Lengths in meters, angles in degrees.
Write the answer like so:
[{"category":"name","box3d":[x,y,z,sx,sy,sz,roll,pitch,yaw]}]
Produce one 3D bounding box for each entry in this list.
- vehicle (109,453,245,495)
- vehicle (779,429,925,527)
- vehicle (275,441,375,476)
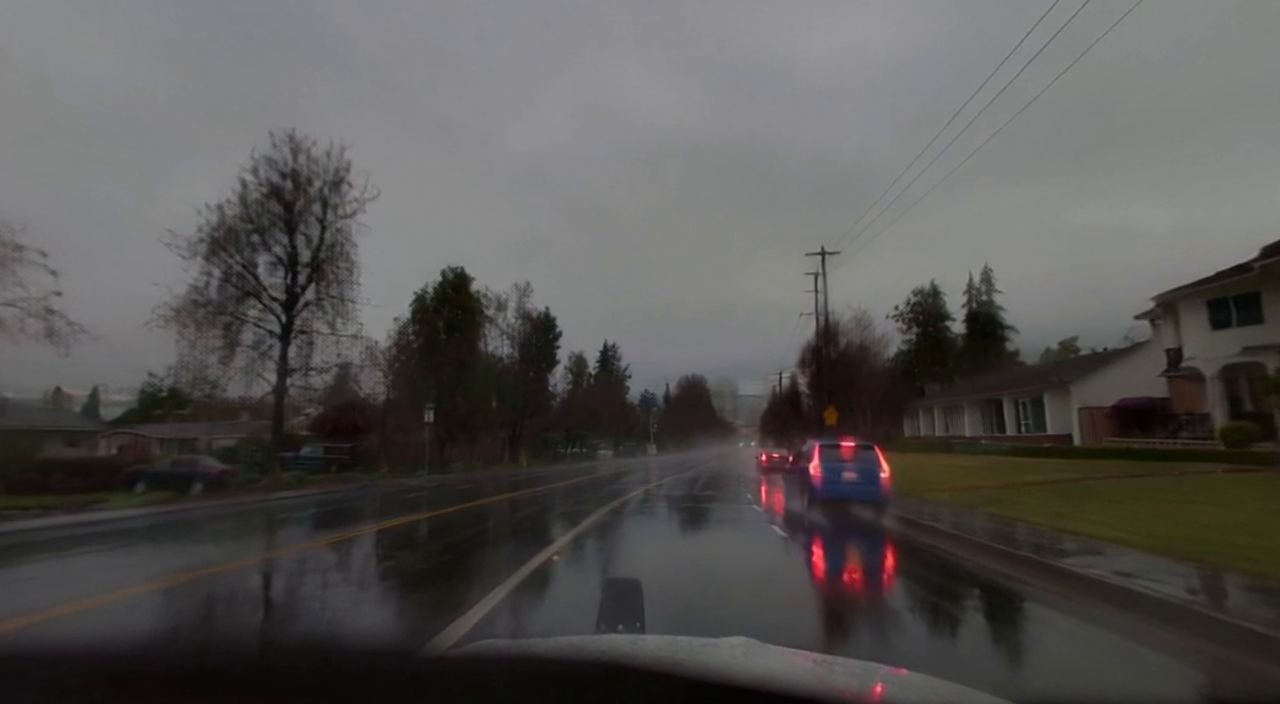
[{"category":"vehicle","box3d":[-18.326,4.787,25.087,4.284,1.549,1.828,-2,-9,11]},{"category":"vehicle","box3d":[4.419,2.674,13.973,1.989,1.782,4.351,-1,-9,4]},{"category":"vehicle","box3d":[-19.568,6.613,39.372,5.134,2.110,2.040,-1,-9,5]}]
